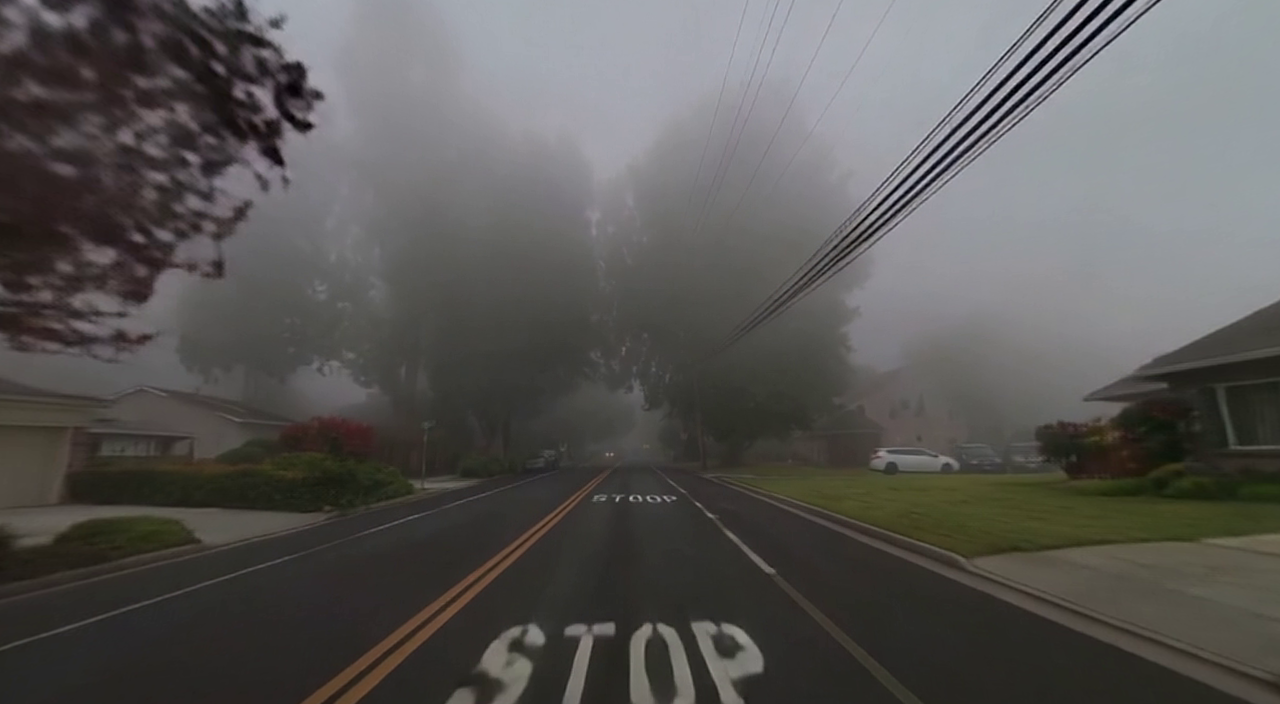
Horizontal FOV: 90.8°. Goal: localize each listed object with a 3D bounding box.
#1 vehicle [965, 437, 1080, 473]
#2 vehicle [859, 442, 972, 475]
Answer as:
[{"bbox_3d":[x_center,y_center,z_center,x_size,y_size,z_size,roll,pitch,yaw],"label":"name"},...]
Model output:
[{"bbox_3d":[18.907,5.104,31.368,4.362,1.480,1.903,-3,-7,0],"label":"vehicle"},{"bbox_3d":[13.624,5.271,31.393,4.624,1.420,2.045,-1,-9,-4],"label":"vehicle"}]
